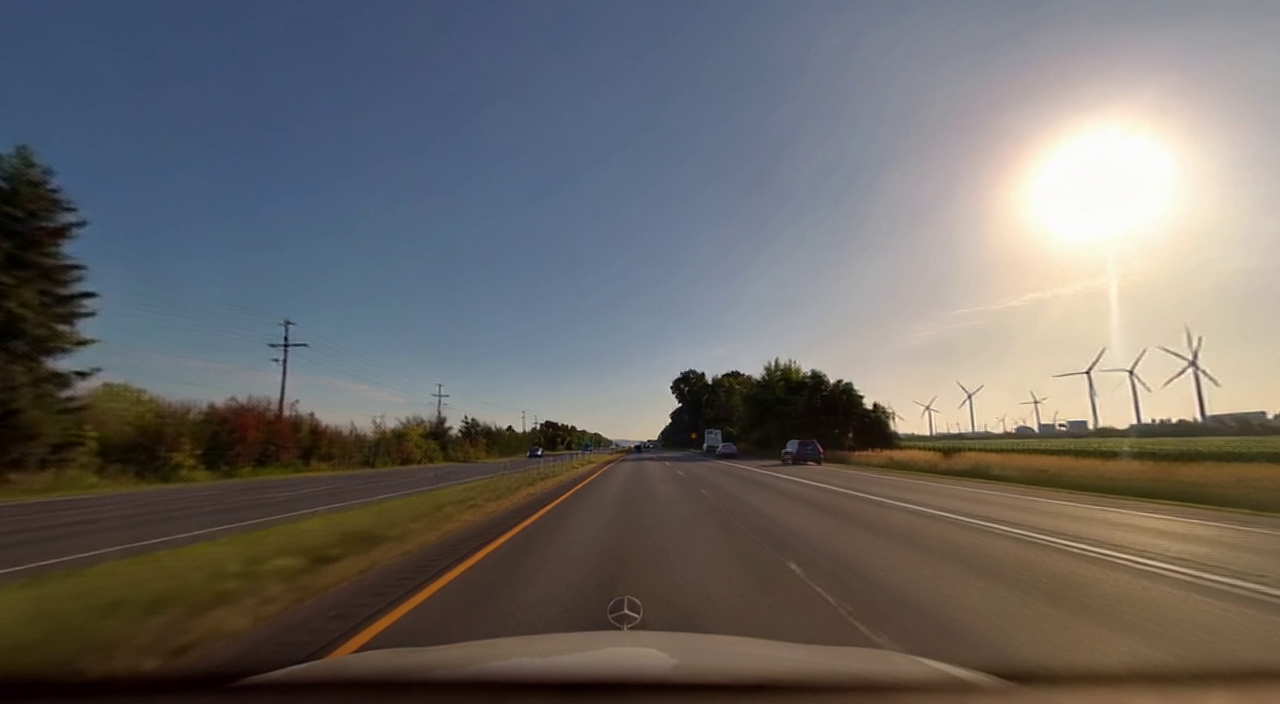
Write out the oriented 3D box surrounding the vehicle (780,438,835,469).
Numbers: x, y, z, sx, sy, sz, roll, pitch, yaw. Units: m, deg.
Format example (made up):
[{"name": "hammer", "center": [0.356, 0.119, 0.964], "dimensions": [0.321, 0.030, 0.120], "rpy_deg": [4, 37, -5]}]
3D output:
[{"name": "vehicle", "center": [9.561, 5.821, 36.280], "dimensions": [1.897, 1.669, 4.825], "rpy_deg": [0, -9, 1]}]
